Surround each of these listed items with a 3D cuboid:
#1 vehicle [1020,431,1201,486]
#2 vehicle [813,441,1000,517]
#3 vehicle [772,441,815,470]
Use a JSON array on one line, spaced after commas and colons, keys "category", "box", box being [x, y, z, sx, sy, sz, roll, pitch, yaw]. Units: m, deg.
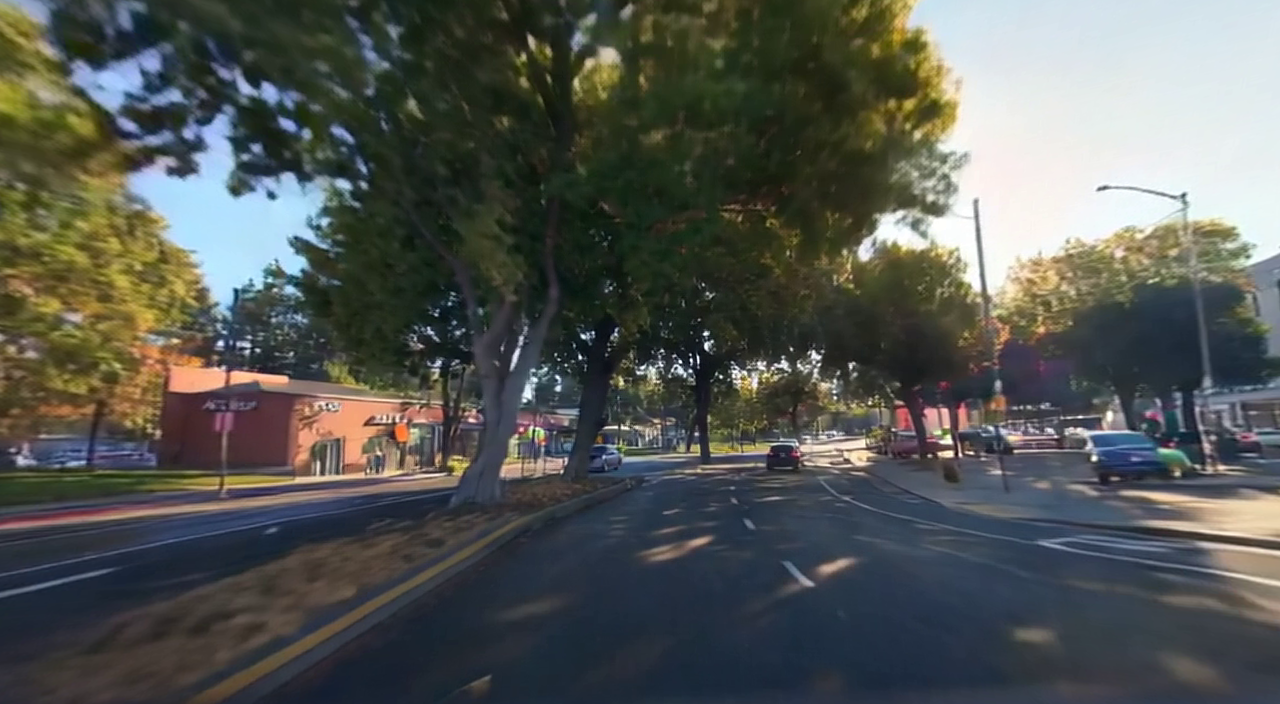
[{"category": "vehicle", "box": [16.764, 3.809, 22.810, 4.557, 1.825, 2.350, -2, -9, 13]}, {"category": "vehicle", "box": [5.908, 2.847, 14.718, 1.938, 1.466, 4.434, 1, -9, -9]}, {"category": "vehicle", "box": [9.807, 6.506, 39.971, 2.311, 1.715, 4.287, -3, -9, 17]}]
